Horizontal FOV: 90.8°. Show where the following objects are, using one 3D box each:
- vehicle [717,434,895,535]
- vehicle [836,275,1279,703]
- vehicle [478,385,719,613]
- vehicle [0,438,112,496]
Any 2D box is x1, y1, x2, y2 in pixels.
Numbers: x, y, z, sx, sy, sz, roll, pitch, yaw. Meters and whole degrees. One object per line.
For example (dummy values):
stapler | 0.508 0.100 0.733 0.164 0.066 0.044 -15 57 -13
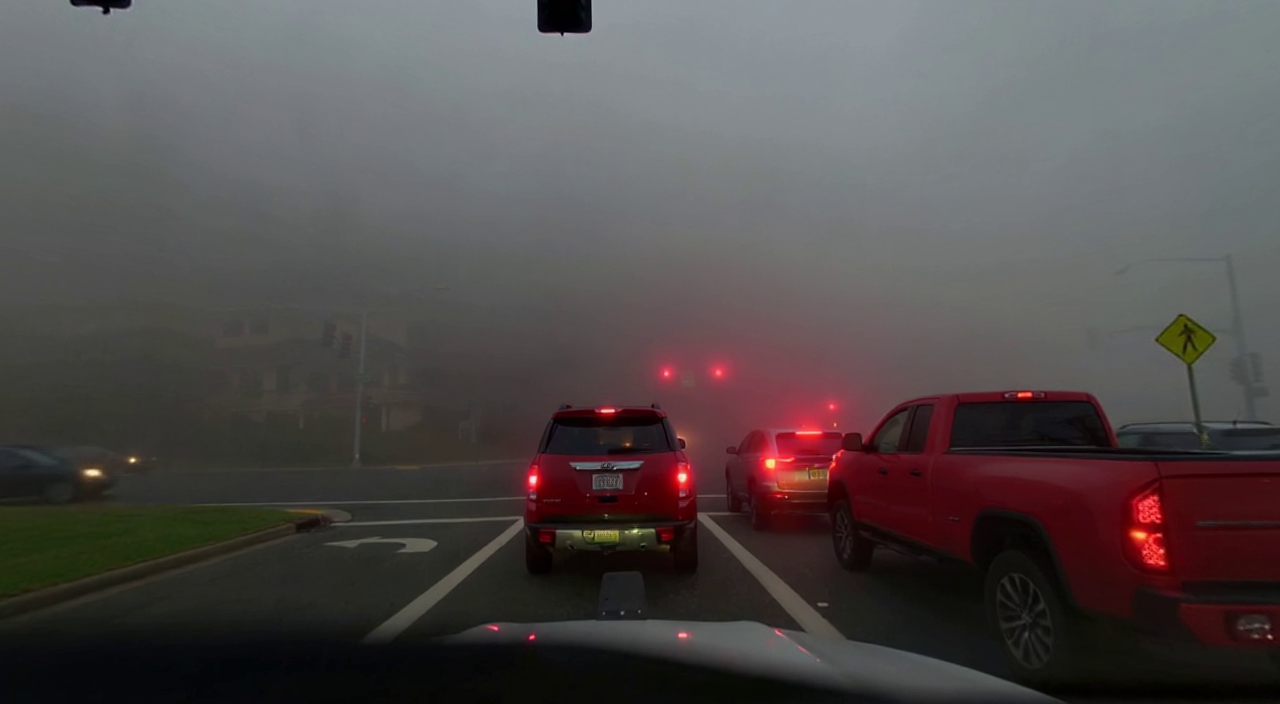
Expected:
vehicle | 2.711 2.266 11.531 1.952 1.465 4.421 0 -8 -2
vehicle | 2.975 0.945 3.800 1.886 1.849 5.070 0 -8 -1
vehicle | -0.218 1.408 6.778 1.915 1.780 3.379 -1 -8 4
vehicle | -20.261 3.662 20.289 4.635 1.755 1.882 1 -8 -7
